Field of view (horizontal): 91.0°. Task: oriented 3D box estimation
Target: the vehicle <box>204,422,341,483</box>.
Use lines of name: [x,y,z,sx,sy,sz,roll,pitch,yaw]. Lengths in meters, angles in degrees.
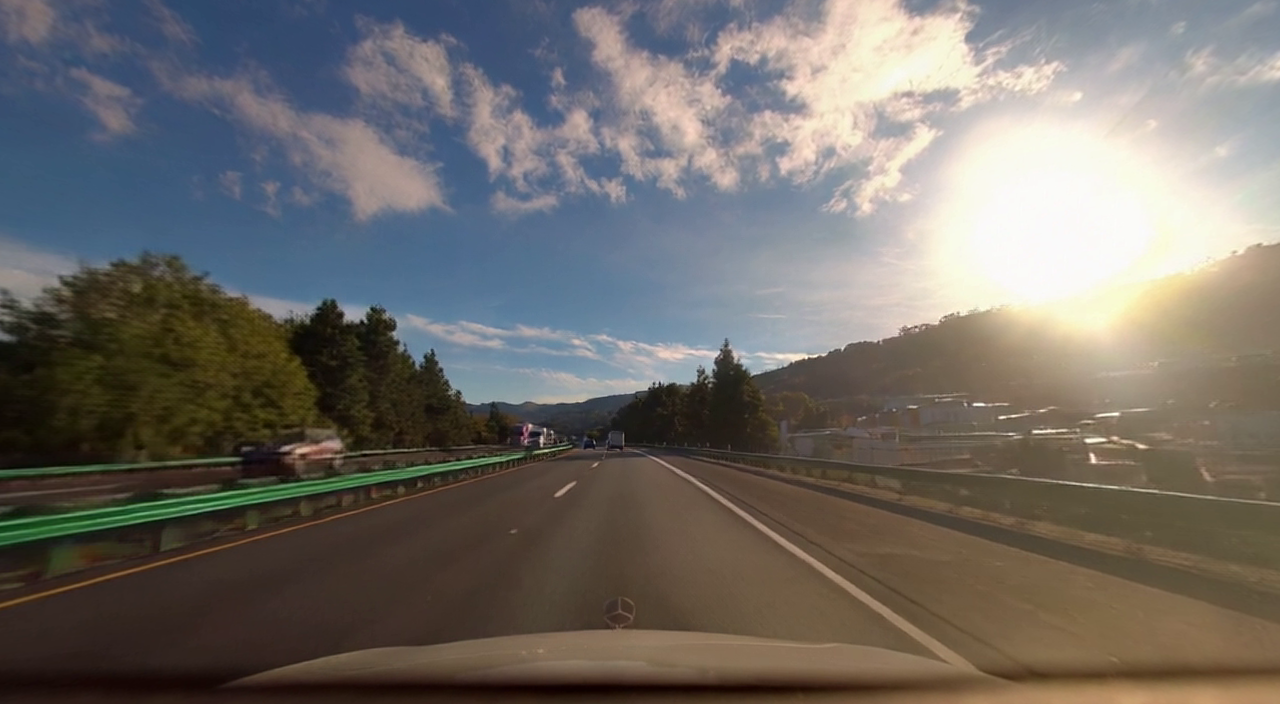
vehicle: [-13.920,3.818,24.327,2.162,2.050,5.301,0,-8,-1]
